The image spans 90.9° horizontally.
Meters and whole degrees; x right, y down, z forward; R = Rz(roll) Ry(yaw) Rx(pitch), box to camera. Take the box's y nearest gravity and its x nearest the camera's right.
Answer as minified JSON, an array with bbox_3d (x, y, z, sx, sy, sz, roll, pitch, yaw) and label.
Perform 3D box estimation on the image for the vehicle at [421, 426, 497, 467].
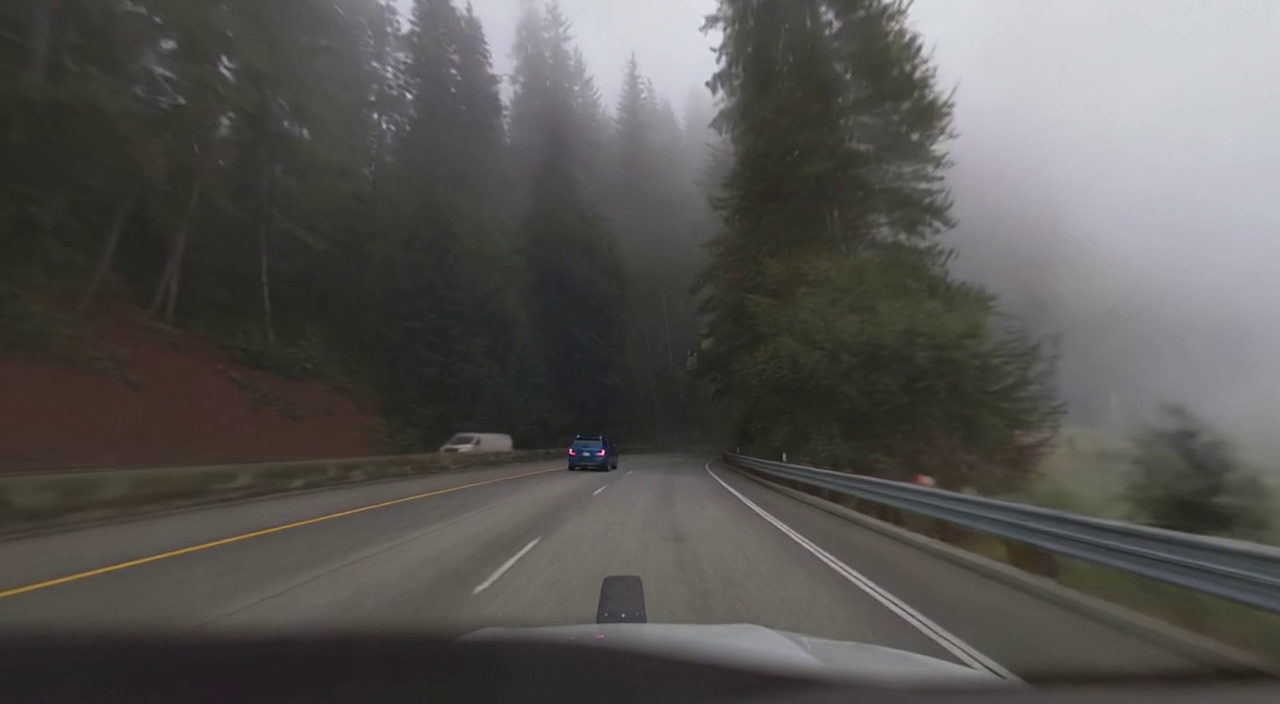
[{"bbox_3d":[-11.326,5.999,40.130,2.301,2.350,6.995,-1,-8,4],"label":"vehicle"}]

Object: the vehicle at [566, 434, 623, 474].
[{"bbox_3d":[-2.049,4.779,29.767,2.005,1.752,4.479,-1,-8,5],"label":"vehicle"}]
